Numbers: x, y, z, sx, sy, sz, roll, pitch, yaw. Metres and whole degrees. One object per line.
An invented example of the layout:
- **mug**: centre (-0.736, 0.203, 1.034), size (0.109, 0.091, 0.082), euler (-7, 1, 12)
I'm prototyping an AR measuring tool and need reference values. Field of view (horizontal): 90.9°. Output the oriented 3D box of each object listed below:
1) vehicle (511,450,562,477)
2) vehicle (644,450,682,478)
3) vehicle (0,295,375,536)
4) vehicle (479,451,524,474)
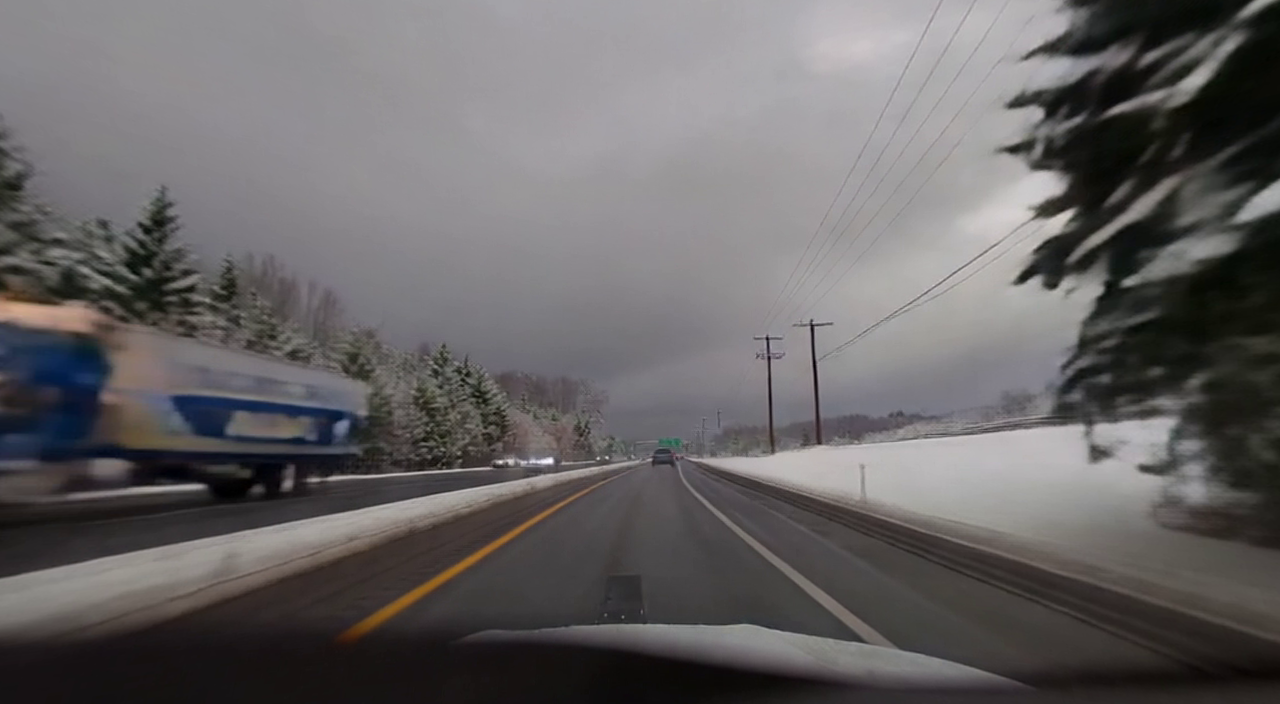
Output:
- **vehicle**: centre (-5.987, 6.509, 36.958), size (2.034, 1.492, 4.319), euler (-1, -9, 3)
- **vehicle**: centre (1.348, 6.517, 36.859), size (2.080, 1.486, 3.813), euler (0, -9, 2)
- **vehicle**: centre (-10.668, 1.825, 15.371), size (3.005, 3.782, 10.956), euler (-1, -9, 3)
- **vehicle**: centre (-9.022, 7.228, 41.378), size (1.910, 1.470, 3.797), euler (-1, -9, 4)
